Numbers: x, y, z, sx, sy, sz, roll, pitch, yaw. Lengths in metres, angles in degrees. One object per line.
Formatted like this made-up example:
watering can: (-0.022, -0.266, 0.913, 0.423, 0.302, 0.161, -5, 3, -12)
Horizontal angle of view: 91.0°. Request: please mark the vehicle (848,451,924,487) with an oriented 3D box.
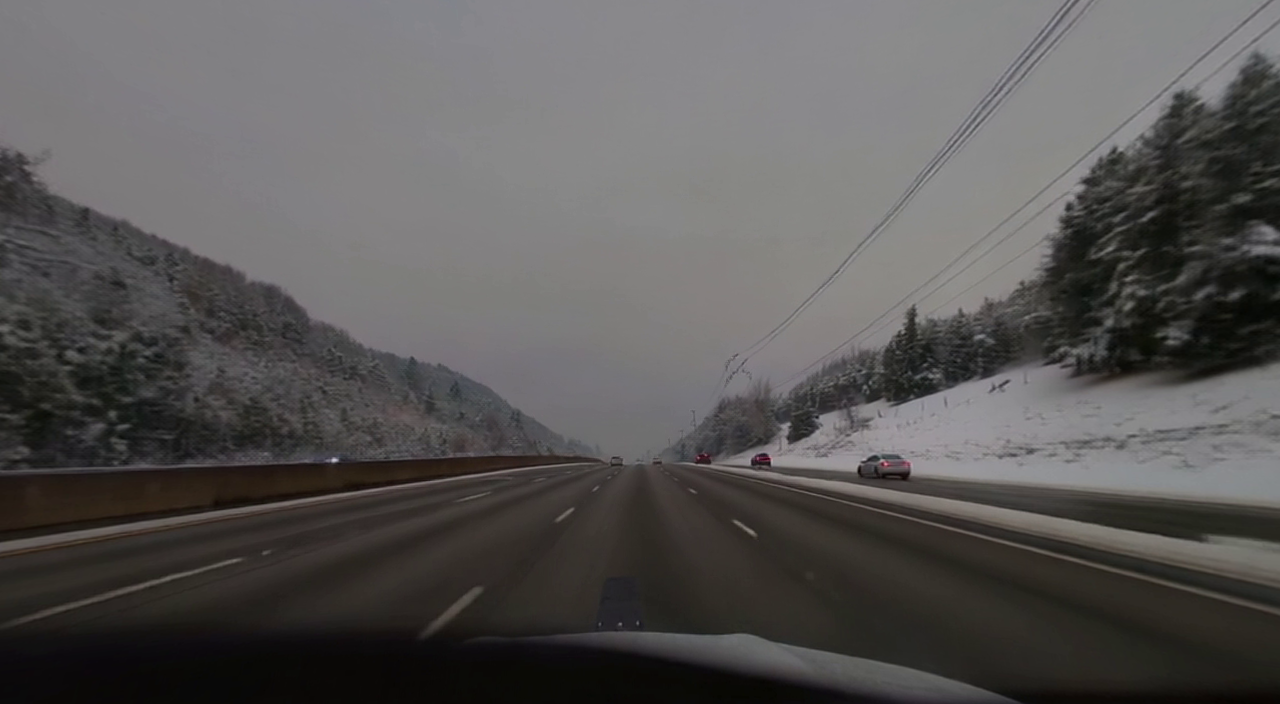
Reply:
vehicle: (11.158, 5.323, 28.880, 1.884, 1.486, 3.770, 1, -9, -1)
